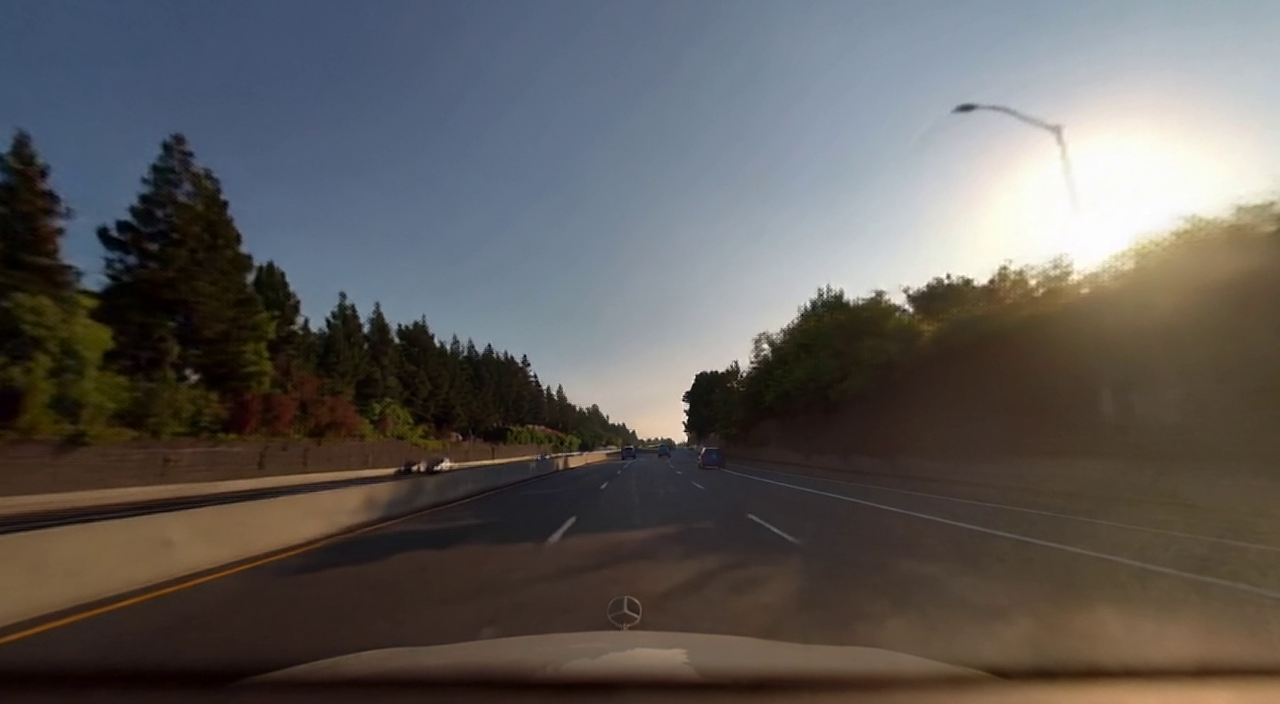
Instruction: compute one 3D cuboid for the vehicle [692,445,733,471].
[{"bbox_3d":[4.726,6.989,41.585,2.175,1.574,3.943,0,-9,0],"label":"vehicle"}]
